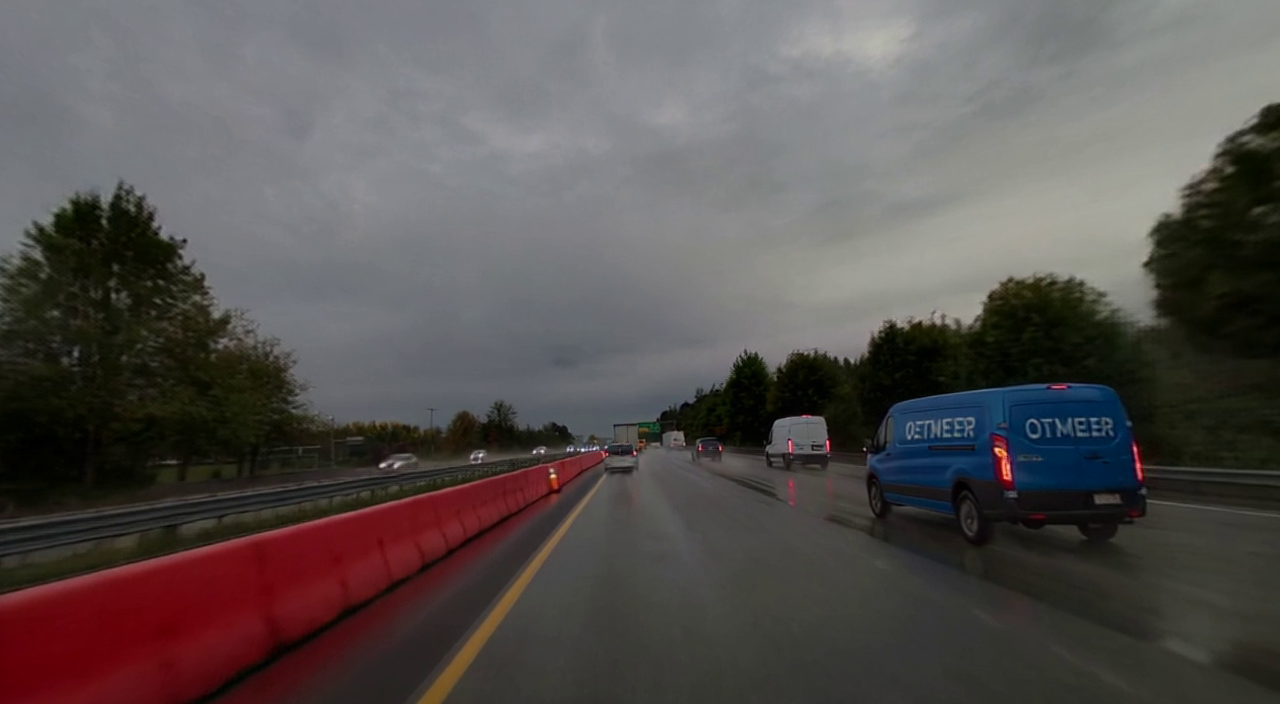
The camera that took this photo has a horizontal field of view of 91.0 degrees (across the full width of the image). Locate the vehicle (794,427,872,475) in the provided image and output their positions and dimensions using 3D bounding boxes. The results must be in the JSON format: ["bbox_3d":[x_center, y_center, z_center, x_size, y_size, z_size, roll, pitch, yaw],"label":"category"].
[{"bbox_3d":[8.274,4.275,27.341,2.255,1.960,3.229,0,-8,-1],"label":"vehicle"}]

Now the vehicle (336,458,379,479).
[{"bbox_3d":[-21.965,9.032,49.110,1.744,1.460,3.700,0,-8,-3],"label":"vehicle"}]

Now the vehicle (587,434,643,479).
[{"bbox_3d":[-1.005,4.177,25.453,2.100,1.636,3.620,0,-8,-2],"label":"vehicle"}]

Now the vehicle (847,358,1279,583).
[{"bbox_3d":[4.818,1.419,8.297,2.223,2.008,5.121,0,-8,-2],"label":"vehicle"}]

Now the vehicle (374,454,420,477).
[{"bbox_3d":[-18.237,8.521,47.441,1.804,1.491,4.444,0,-8,-1],"label":"vehicle"}]

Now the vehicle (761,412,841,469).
[{"bbox_3d":[8.113,4.566,32.382,2.385,2.635,5.633,0,-8,-2],"label":"vehicle"}]
